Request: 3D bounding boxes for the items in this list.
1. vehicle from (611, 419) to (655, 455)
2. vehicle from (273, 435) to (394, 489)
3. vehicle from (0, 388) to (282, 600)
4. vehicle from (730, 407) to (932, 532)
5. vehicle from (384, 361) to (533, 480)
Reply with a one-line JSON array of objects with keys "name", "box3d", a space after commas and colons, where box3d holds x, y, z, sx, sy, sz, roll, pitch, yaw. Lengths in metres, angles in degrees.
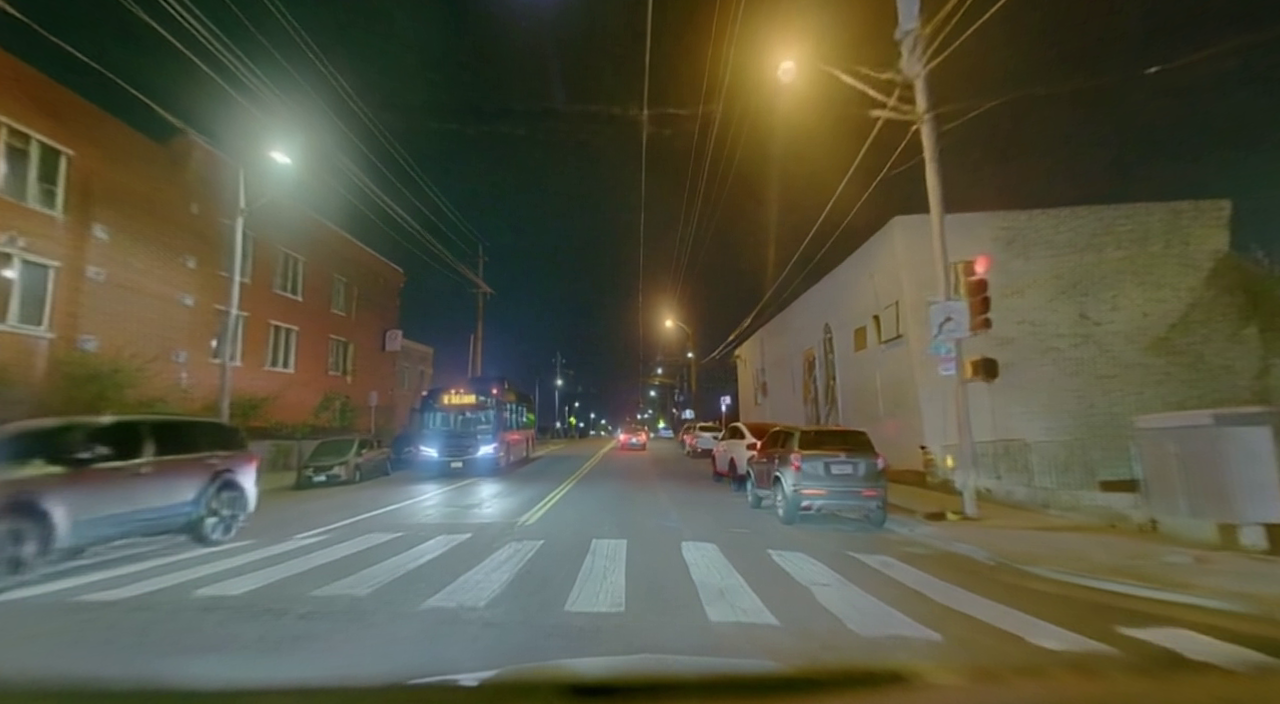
[{"name": "vehicle", "box3d": [-0.388, 4.562, 33.749, 2.190, 1.783, 4.048, 0, -8, -1]}, {"name": "vehicle", "box3d": [-10.027, 3.583, 21.088, 2.031, 1.539, 4.089, -1, -7, 0]}, {"name": "vehicle", "box3d": [-7.184, 1.611, 7.761, 2.127, 2.034, 5.559, -1, -8, 2]}, {"name": "vehicle", "box3d": [3.047, 2.044, 11.275, 2.171, 1.751, 4.373, 1, -10, -1]}, {"name": "vehicle", "box3d": [-6.201, 2.852, 24.338, 3.297, 3.342, 12.875, 1, -8, -6]}]
